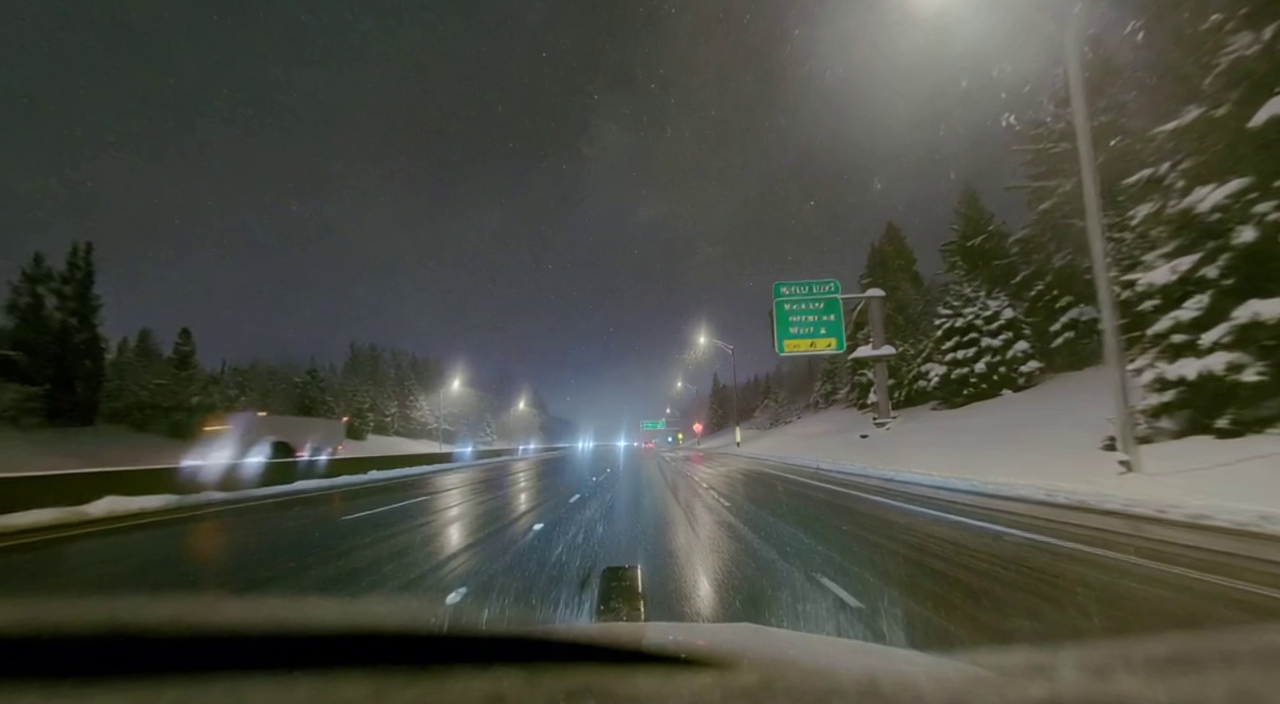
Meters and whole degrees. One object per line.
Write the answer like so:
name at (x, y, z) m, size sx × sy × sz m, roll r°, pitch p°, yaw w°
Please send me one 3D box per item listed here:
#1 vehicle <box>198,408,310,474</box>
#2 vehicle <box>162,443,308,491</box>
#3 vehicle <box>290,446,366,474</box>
vehicle at (-24.803, 5.786, 41.003) m, size 2.990 × 3.937 × 6.402 m, roll 0°, pitch -8°, yaw 1°
vehicle at (-13.742, 3.903, 21.797) m, size 1.896 × 1.451 × 4.569 m, roll -1°, pitch -8°, yaw 2°
vehicle at (-17.512, 6.057, 35.679) m, size 1.860 × 1.452 × 4.723 m, roll 0°, pitch -8°, yaw 0°
